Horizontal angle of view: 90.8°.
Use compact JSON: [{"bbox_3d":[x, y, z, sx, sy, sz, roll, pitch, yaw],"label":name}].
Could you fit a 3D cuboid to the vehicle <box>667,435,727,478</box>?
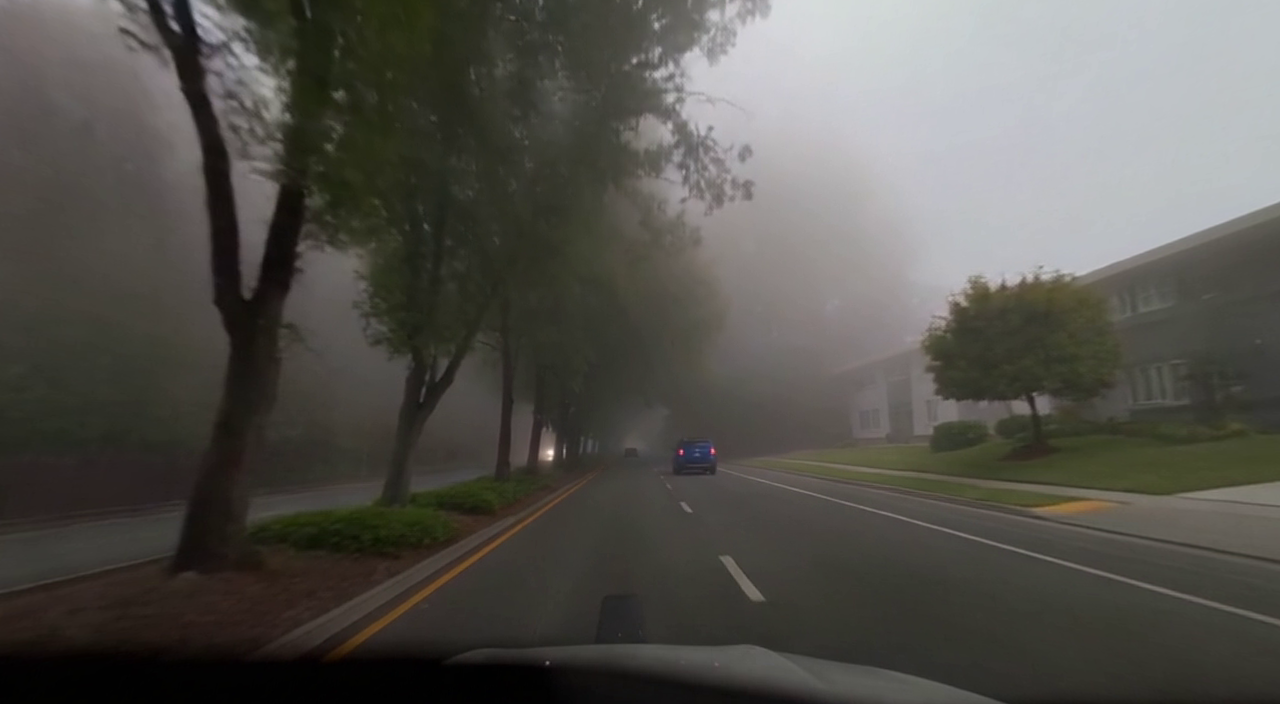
[{"bbox_3d":[2.452,4.653,28.339,2.164,1.725,4.285,0,-9,-1],"label":"vehicle"}]
